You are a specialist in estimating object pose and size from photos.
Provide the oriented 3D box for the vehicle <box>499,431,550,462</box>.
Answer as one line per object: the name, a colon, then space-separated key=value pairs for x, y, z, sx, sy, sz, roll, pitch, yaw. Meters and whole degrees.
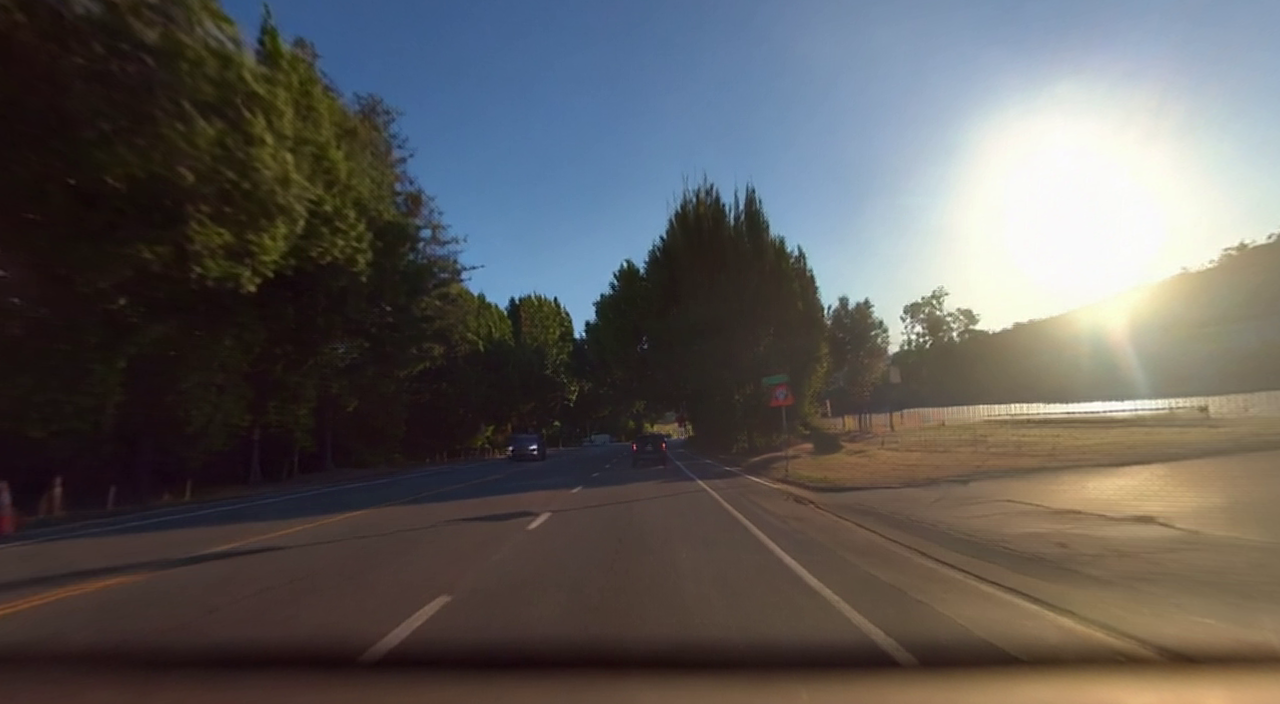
vehicle: x=-6.920 y=5.740 z=38.395 sx=2.185 sy=1.713 sz=4.365 roll=0 pitch=-8 yaw=1

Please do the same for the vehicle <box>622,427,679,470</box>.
vehicle: x=0.455 y=4.207 z=27.636 sx=2.294 sy=1.708 sz=4.110 roll=0 pitch=-8 yaw=1
